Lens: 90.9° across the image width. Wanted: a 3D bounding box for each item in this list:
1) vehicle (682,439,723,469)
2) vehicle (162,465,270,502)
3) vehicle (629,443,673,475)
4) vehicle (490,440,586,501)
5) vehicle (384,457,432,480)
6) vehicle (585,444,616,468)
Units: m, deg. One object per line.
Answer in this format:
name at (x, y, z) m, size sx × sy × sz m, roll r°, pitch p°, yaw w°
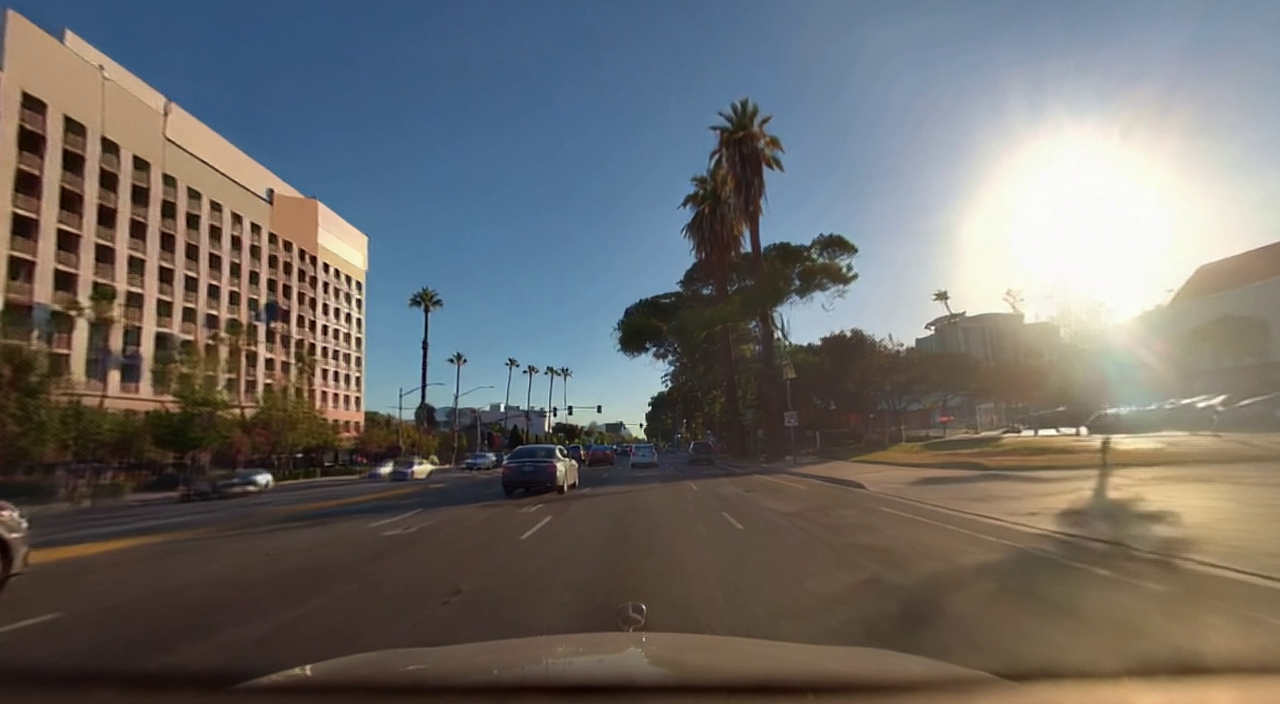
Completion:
vehicle at (3.939, 6.489, 40.468) m, size 2.108 × 1.785 × 4.334 m, roll 0°, pitch -8°, yaw -1°
vehicle at (-20.365, 6.293, 30.588) m, size 1.853 × 1.455 × 4.781 m, roll -1°, pitch -8°, yaw 1°
vehicle at (0.541, 5.472, 32.497) m, size 2.147 × 1.507 × 3.953 m, roll -1°, pitch -8°, yaw 0°
vehicle at (-2.761, 3.315, 18.091) m, size 1.908 × 1.505 × 4.369 m, roll -1°, pitch -8°, yaw 2°
vehicle at (-17.154, 8.623, 46.895) m, size 1.870 × 1.511 × 4.358 m, roll -1°, pitch -8°, yaw 1°
vehicle at (-2.933, 7.827, 47.764) m, size 2.168 × 1.719 × 4.283 m, roll 0°, pitch -8°, yaw -1°
